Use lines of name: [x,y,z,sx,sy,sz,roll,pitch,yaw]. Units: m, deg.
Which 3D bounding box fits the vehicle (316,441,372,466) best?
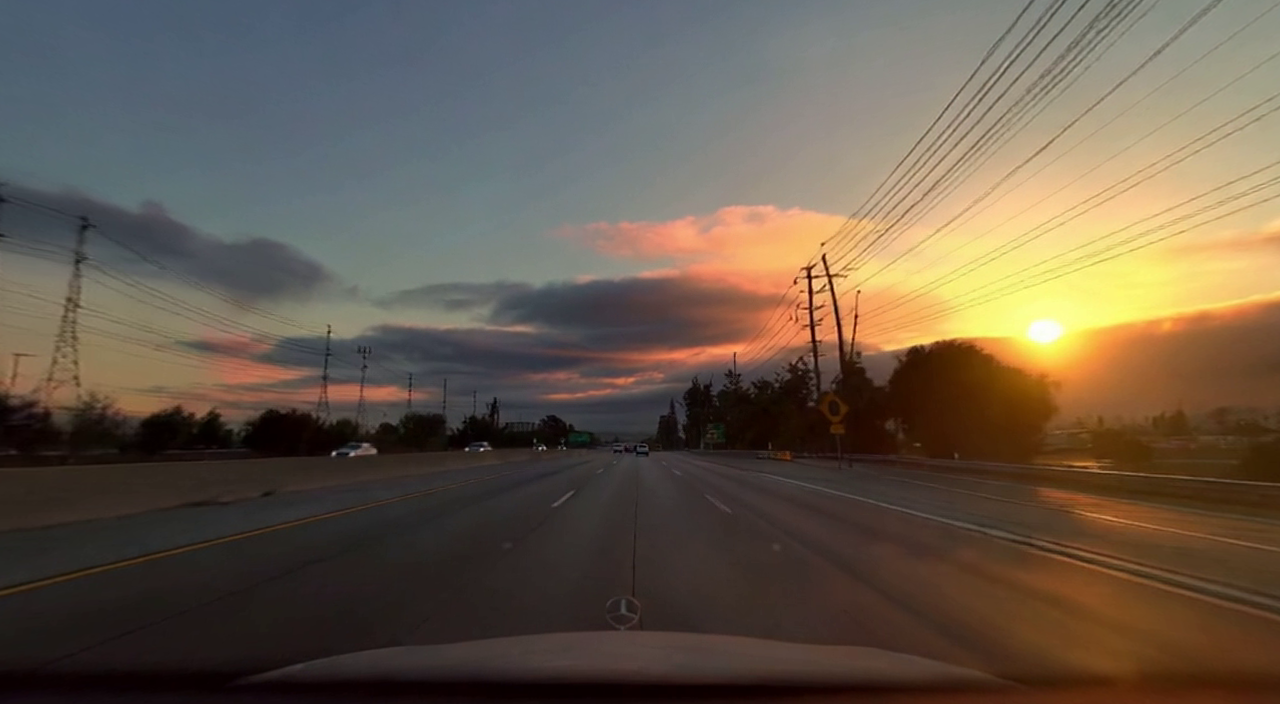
vehicle: [-21.780,7.477,46.717,1.889,1.672,4.483,0,-8,1]
